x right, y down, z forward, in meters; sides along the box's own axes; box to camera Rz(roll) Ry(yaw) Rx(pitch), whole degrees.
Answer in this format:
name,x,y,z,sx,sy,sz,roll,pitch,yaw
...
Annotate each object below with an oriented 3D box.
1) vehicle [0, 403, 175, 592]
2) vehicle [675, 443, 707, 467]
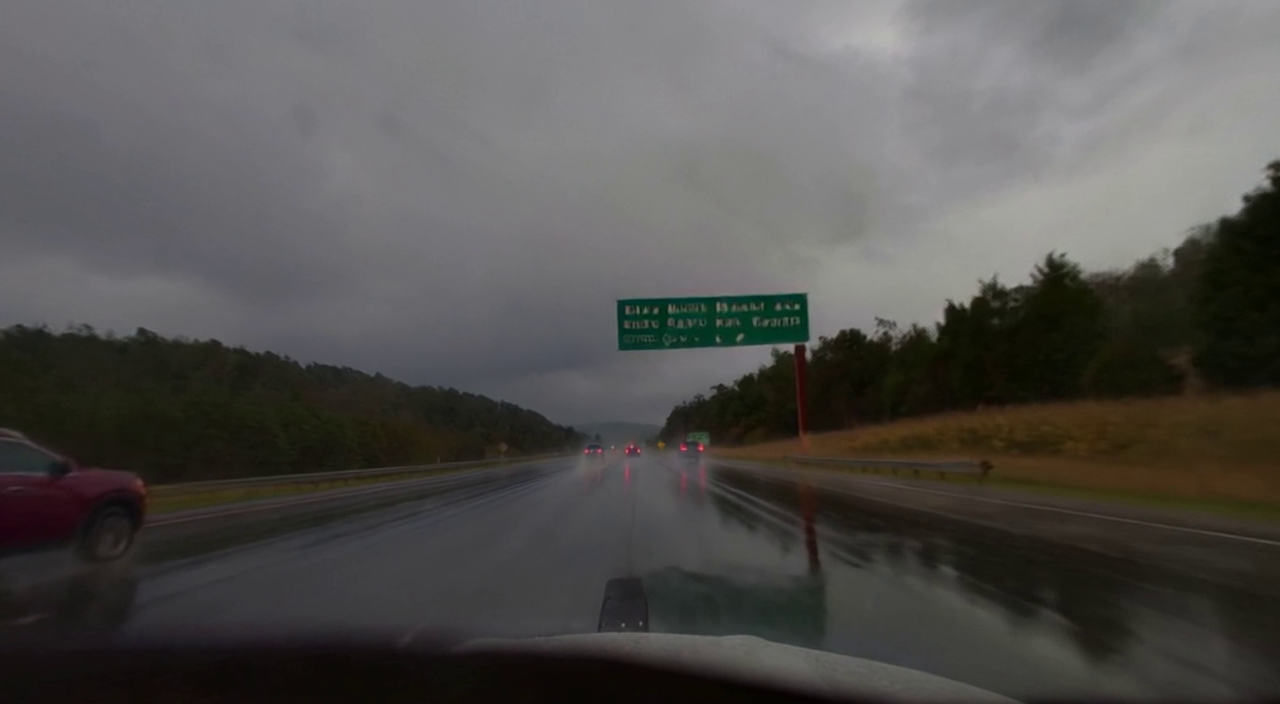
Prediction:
name,x,y,z,sx,sy,sz,roll,pitch,yaw
vehicle,-7.182,1.326,5.594,2.285,1.759,4.968,0,-8,0
vehicle,3.858,7.857,48.445,1.995,1.712,4.206,0,-8,-2
